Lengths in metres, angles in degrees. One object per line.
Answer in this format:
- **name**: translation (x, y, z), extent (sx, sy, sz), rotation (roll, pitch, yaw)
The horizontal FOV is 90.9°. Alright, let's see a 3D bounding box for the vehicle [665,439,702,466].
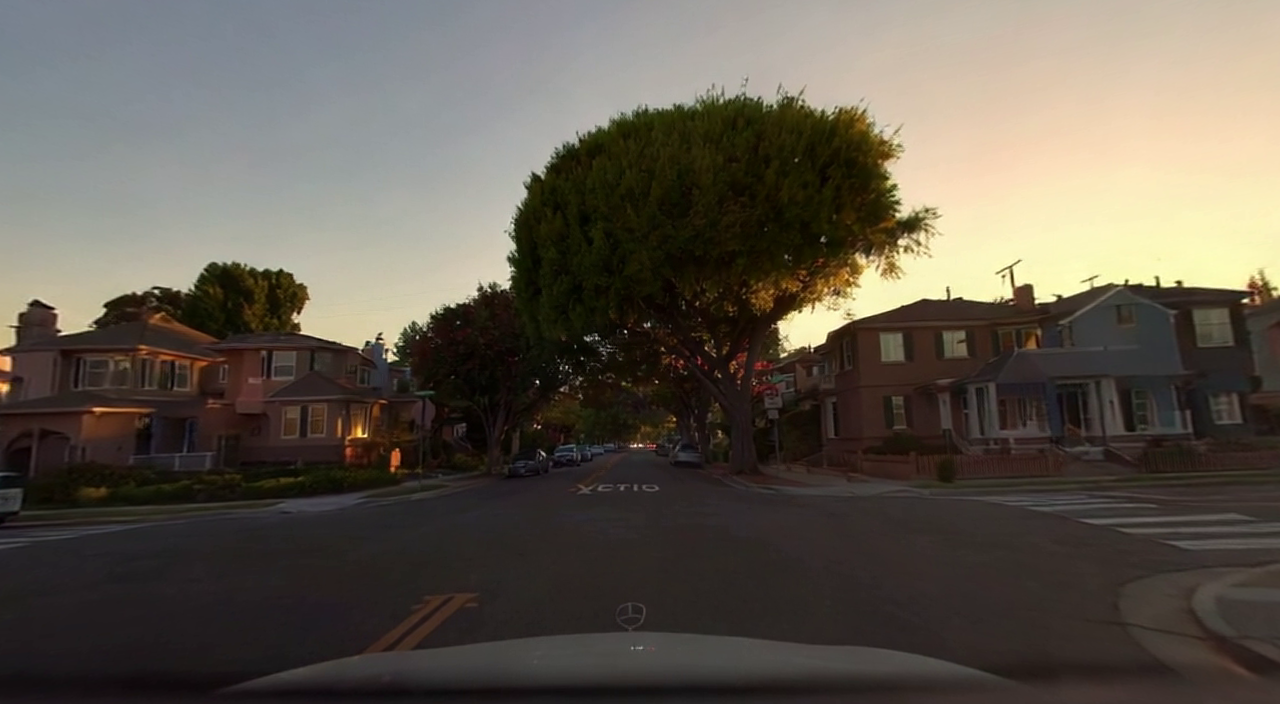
- **vehicle**: translation (2.931, 6.887, 43.475), extent (2.220, 1.753, 3.862), rotation (0, -8, 0)
